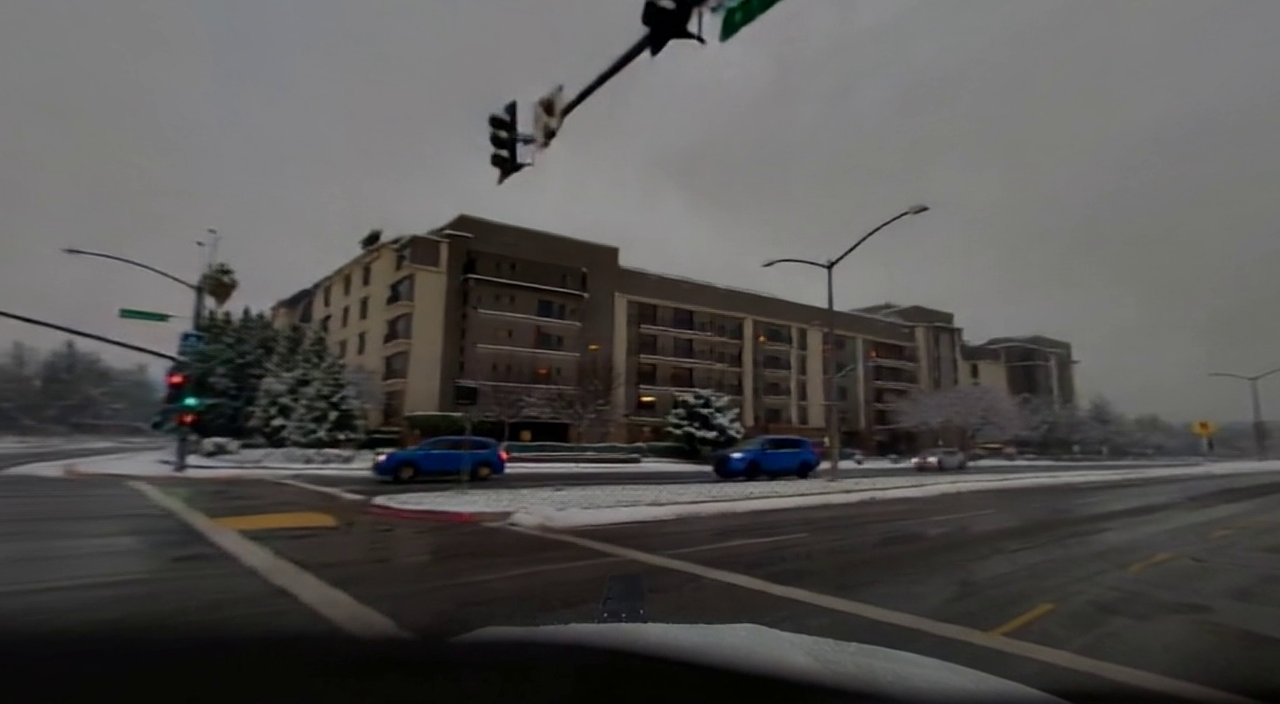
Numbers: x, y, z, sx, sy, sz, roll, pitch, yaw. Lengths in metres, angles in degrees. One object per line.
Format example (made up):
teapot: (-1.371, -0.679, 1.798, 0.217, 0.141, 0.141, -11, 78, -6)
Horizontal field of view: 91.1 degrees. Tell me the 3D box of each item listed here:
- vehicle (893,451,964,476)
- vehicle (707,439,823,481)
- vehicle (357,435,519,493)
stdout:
vehicle: (18.615, 7.116, 40.386, 4.763, 1.490, 1.915, 6, -10, -35)
vehicle: (6.333, 5.354, 31.461, 5.841, 1.890, 2.273, 6, -10, -36)
vehicle: (-6.820, 3.777, 21.514, 4.820, 1.751, 2.050, 7, -11, -38)
